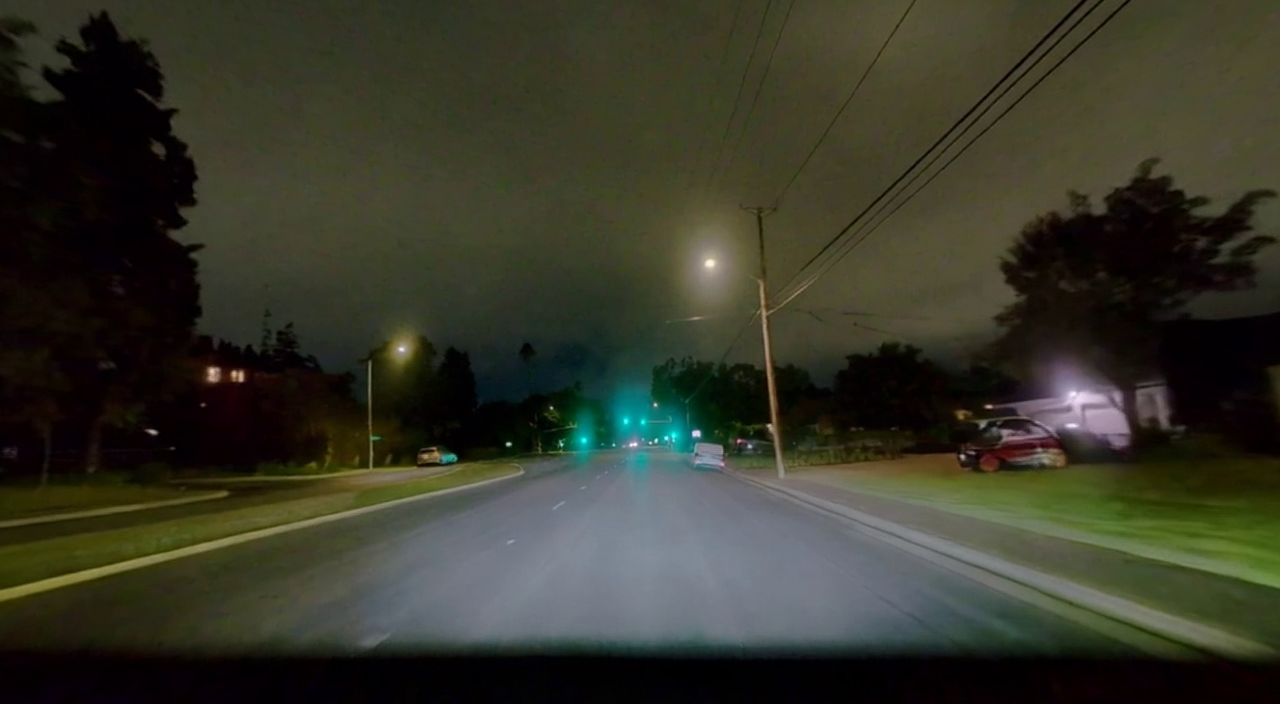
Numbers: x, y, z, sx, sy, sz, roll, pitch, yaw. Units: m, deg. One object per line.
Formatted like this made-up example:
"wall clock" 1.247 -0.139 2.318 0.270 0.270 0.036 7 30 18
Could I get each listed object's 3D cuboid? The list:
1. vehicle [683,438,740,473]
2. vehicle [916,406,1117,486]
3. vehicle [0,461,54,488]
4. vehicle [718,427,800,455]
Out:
"vehicle" 3.313 4.910 30.186 2.037 1.518 4.904 0 -8 -1
"vehicle" 9.478 2.397 16.599 1.971 1.641 5.191 -4 -7 -1
"vehicle" -41.152 7.915 40.857 4.463 1.651 1.947 0 -8 0
"vehicle" 9.105 6.872 48.711 5.933 2.038 2.382 1 -8 3
